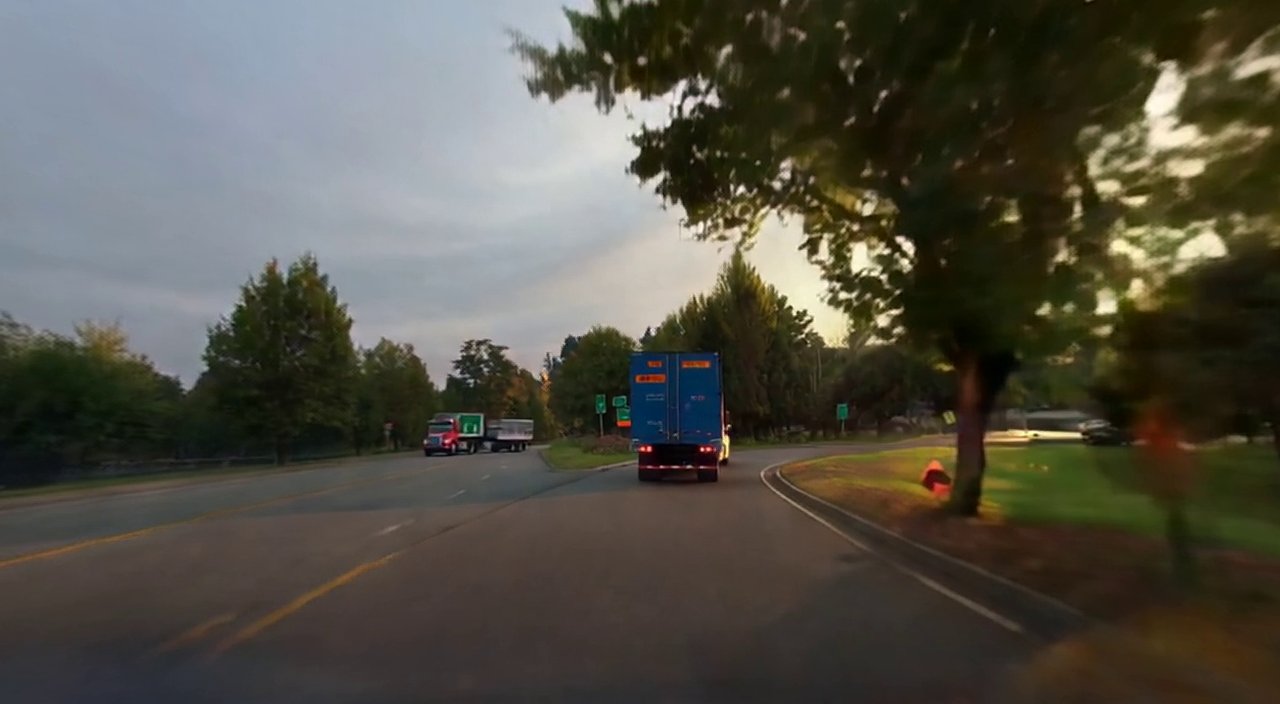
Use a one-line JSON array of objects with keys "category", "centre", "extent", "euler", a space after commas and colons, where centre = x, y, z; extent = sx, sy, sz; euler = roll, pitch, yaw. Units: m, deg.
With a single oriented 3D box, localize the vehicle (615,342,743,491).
[{"category": "vehicle", "centre": [1.674, 2.214, 20.266], "extent": [2.937, 3.647, 9.344], "euler": [-2, -8, 10]}]
